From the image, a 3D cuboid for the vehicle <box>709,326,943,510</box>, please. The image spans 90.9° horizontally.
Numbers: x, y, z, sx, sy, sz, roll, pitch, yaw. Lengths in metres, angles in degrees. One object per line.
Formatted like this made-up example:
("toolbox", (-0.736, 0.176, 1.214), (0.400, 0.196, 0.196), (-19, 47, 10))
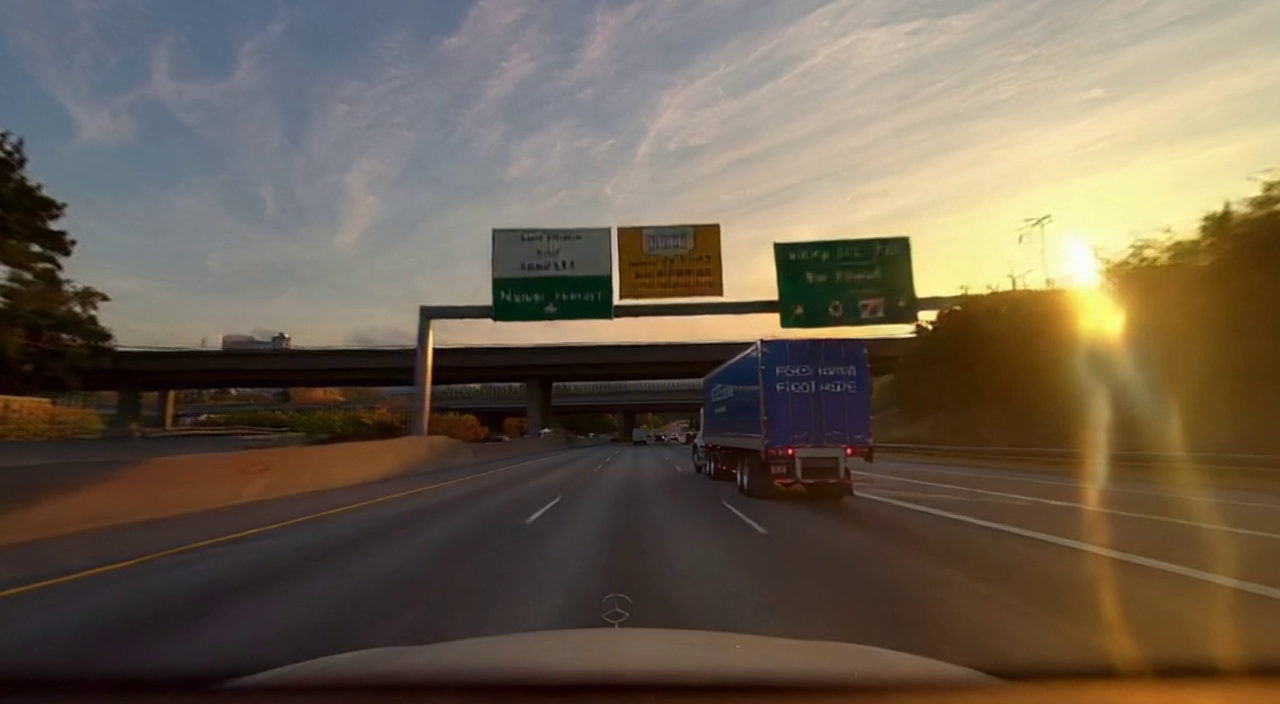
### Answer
("vehicle", (4.004, 1.942, 17.126), (2.849, 3.391, 11.018), (0, -8, -1))
